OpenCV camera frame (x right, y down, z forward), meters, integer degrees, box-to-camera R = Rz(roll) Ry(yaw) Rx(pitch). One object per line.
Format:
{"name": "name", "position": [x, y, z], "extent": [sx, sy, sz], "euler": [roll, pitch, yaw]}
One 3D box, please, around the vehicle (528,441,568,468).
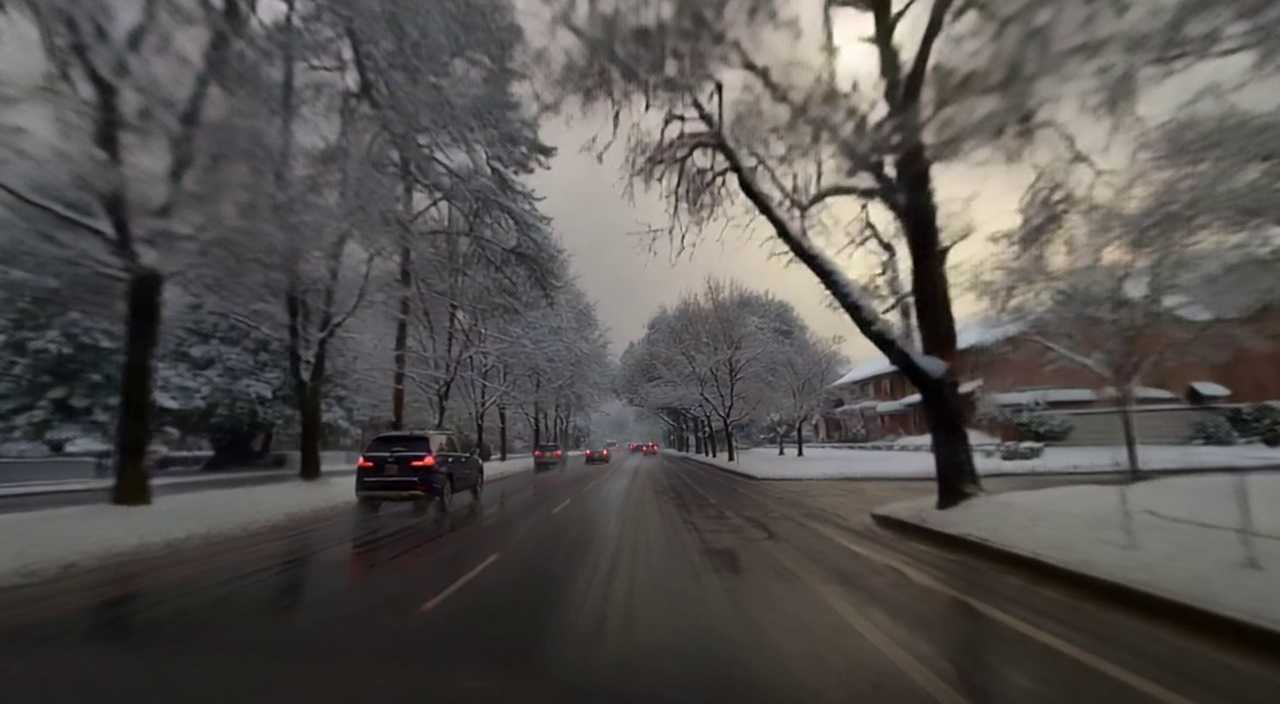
{"name": "vehicle", "position": [-6.149, 6.904, 42.603], "extent": [1.985, 1.708, 4.310], "euler": [0, -9, 1]}

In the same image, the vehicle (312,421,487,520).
{"name": "vehicle", "position": [-4.833, 2.443, 13.506], "extent": [2.123, 1.761, 4.322], "euler": [0, -9, -1]}
